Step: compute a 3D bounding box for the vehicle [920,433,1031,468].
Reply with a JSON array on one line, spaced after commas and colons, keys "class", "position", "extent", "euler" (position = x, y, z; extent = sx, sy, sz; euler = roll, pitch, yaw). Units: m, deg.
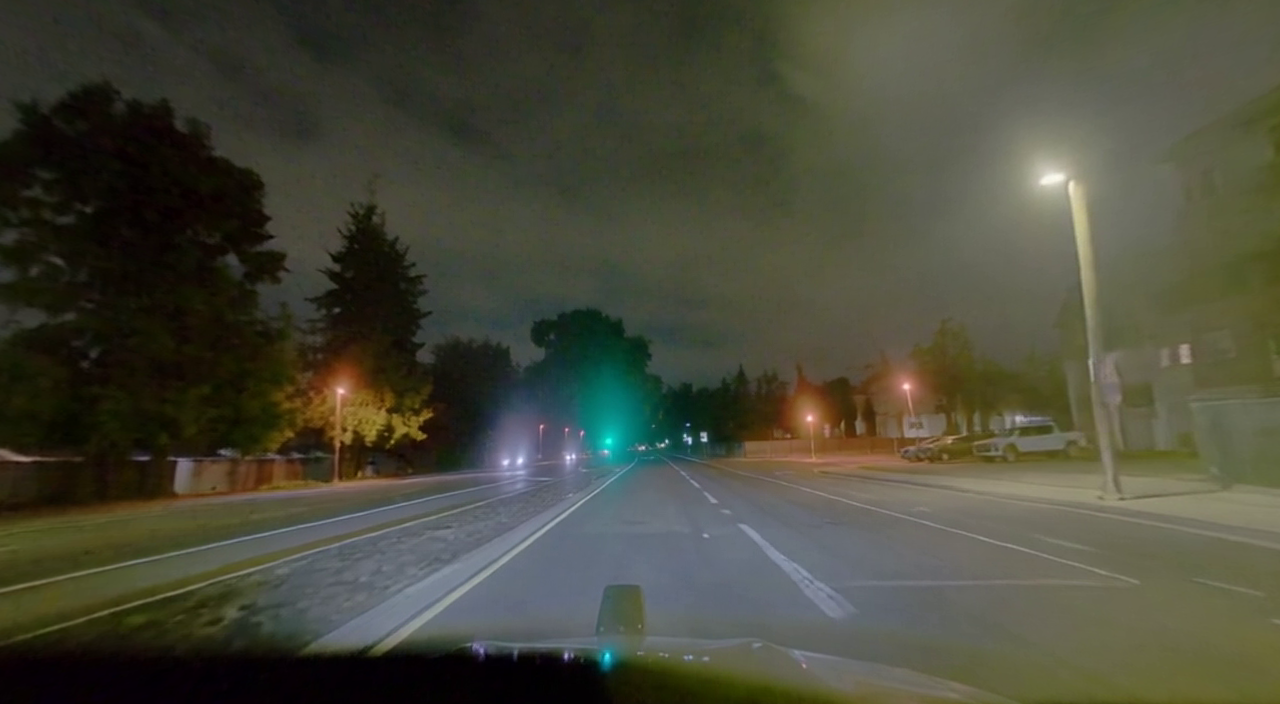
[{"class": "vehicle", "position": [18.190, 5.344, 34.139], "extent": [4.868, 1.768, 2.030], "euler": [0, -8, -3]}]

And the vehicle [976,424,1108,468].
[{"class": "vehicle", "position": [18.385, 4.301, 28.878], "extent": [4.611, 1.920, 2.043], "euler": [0, -8, -2]}]
